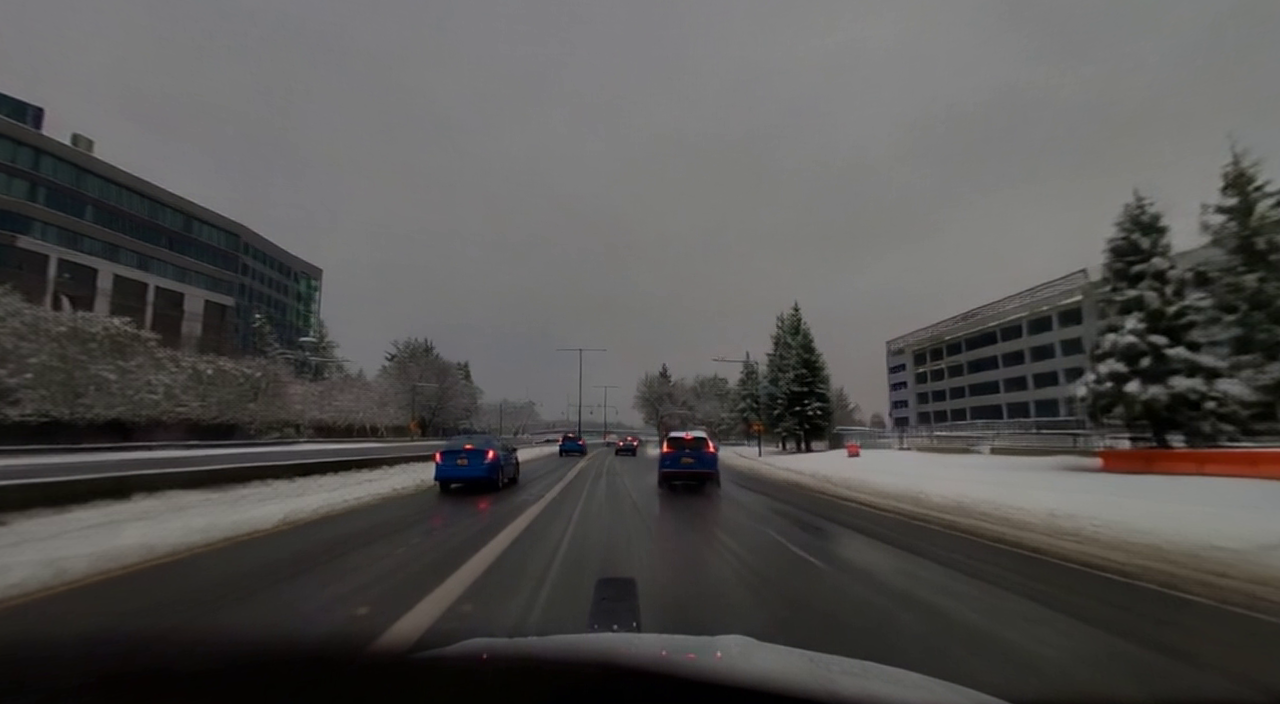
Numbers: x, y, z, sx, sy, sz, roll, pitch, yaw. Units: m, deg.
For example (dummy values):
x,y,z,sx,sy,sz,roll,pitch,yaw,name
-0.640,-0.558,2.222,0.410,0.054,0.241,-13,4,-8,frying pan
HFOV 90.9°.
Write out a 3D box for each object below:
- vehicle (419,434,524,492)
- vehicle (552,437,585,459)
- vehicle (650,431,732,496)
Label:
x,y,z,sx,sy,sz,roll,pitch,yaw,name
-4.537,3.018,17.594,1.848,1.406,4.013,0,-8,0,vehicle
-5.092,6.872,45.196,1.888,1.486,4.310,0,-8,0,vehicle
1.344,2.860,16.631,1.913,1.499,3.581,-1,-8,5,vehicle
